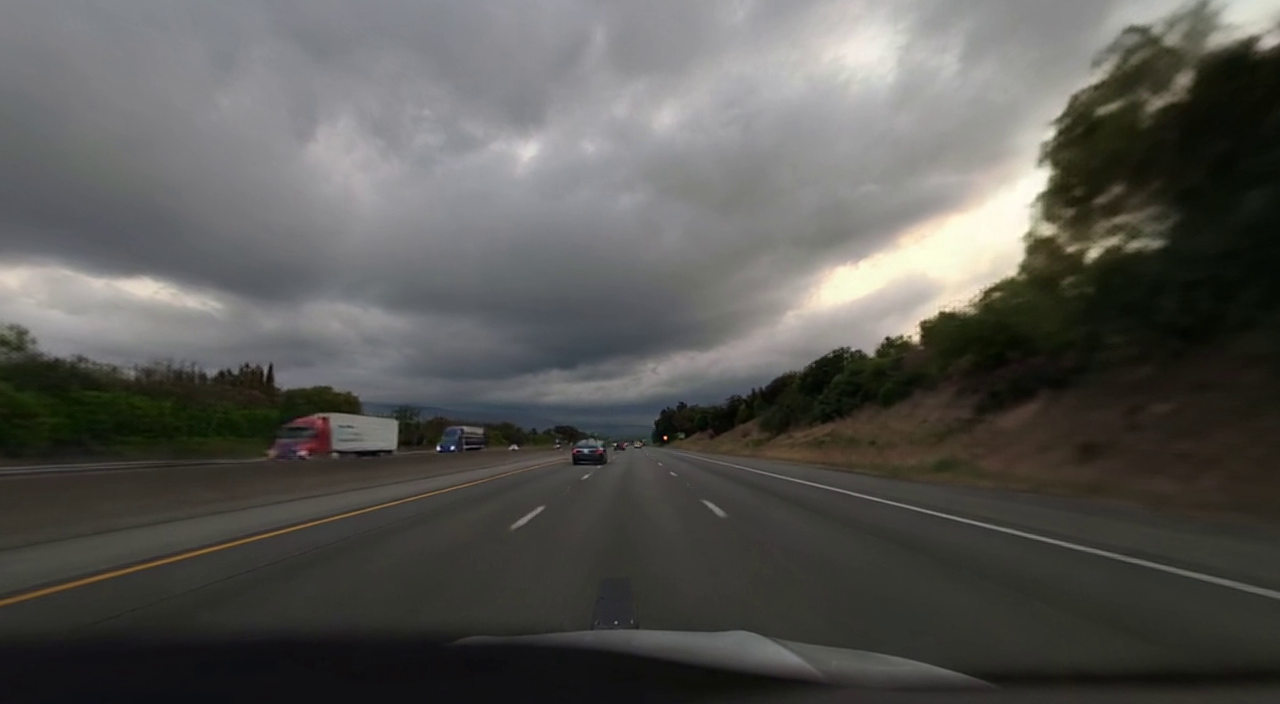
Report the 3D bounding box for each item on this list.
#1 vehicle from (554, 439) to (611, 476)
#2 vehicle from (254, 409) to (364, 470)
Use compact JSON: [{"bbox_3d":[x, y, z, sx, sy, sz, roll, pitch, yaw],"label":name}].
[{"bbox_3d":[-2.534,4.798,28.984,2.158,1.562,4.373,0,-8,1],"label":"vehicle"},{"bbox_3d":[-24.634,6.658,47.735,2.970,4.086,9.830,0,-8,0],"label":"vehicle"}]
